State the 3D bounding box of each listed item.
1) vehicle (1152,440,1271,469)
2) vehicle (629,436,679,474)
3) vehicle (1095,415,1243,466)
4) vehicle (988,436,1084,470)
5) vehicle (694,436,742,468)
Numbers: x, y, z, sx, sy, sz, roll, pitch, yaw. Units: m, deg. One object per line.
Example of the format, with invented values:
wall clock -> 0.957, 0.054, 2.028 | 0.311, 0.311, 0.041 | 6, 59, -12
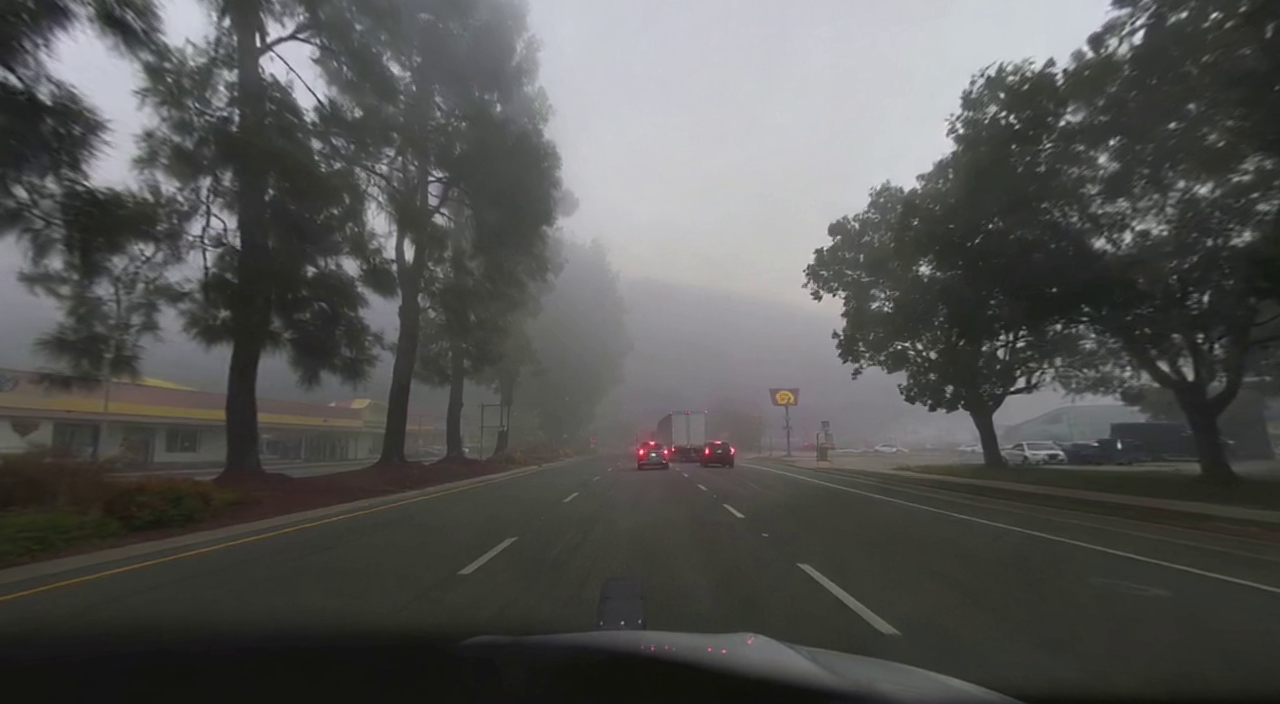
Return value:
vehicle -> 29.020, 5.203, 31.976 | 4.127, 1.422, 1.937 | 0, -8, -1
vehicle -> 0.595, 4.794, 29.546 | 2.193, 1.651, 3.946 | 0, -8, 0
vehicle -> 29.286, 4.917, 34.929 | 5.896, 2.709, 2.318 | 0, -8, 1
vehicle -> 20.010, 5.119, 31.974 | 2.068, 1.627, 4.269 | 0, -8, 0
vehicle -> 4.269, 5.554, 34.984 | 2.088, 1.655, 4.360 | 0, -8, 0
